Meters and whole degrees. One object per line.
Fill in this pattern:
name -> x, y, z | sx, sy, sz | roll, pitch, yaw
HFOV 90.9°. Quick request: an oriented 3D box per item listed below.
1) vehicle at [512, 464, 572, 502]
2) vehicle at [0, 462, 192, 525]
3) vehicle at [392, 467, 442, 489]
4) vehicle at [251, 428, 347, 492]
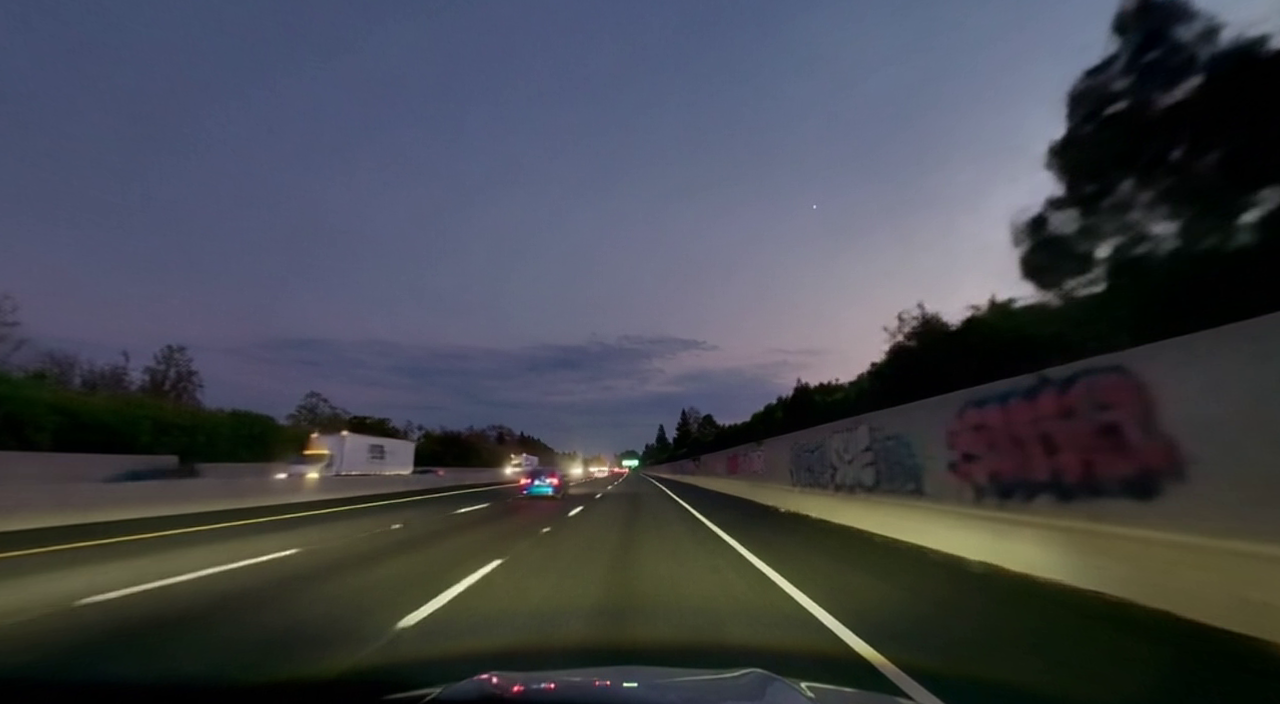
vehicle -> -4.131, 5.582, 27.078 | 1.941, 1.437, 3.829 | 1, -10, 0
vehicle -> -15.215, 3.847, 17.598 | 1.963, 1.476, 4.580 | 1, -10, 0
vehicle -> -15.861, 8.952, 45.061 | 1.842, 1.456, 4.483 | 1, -10, 1
vehicle -> -22.811, 7.347, 42.621 | 2.950, 3.925, 5.877 | 1, -10, 0
